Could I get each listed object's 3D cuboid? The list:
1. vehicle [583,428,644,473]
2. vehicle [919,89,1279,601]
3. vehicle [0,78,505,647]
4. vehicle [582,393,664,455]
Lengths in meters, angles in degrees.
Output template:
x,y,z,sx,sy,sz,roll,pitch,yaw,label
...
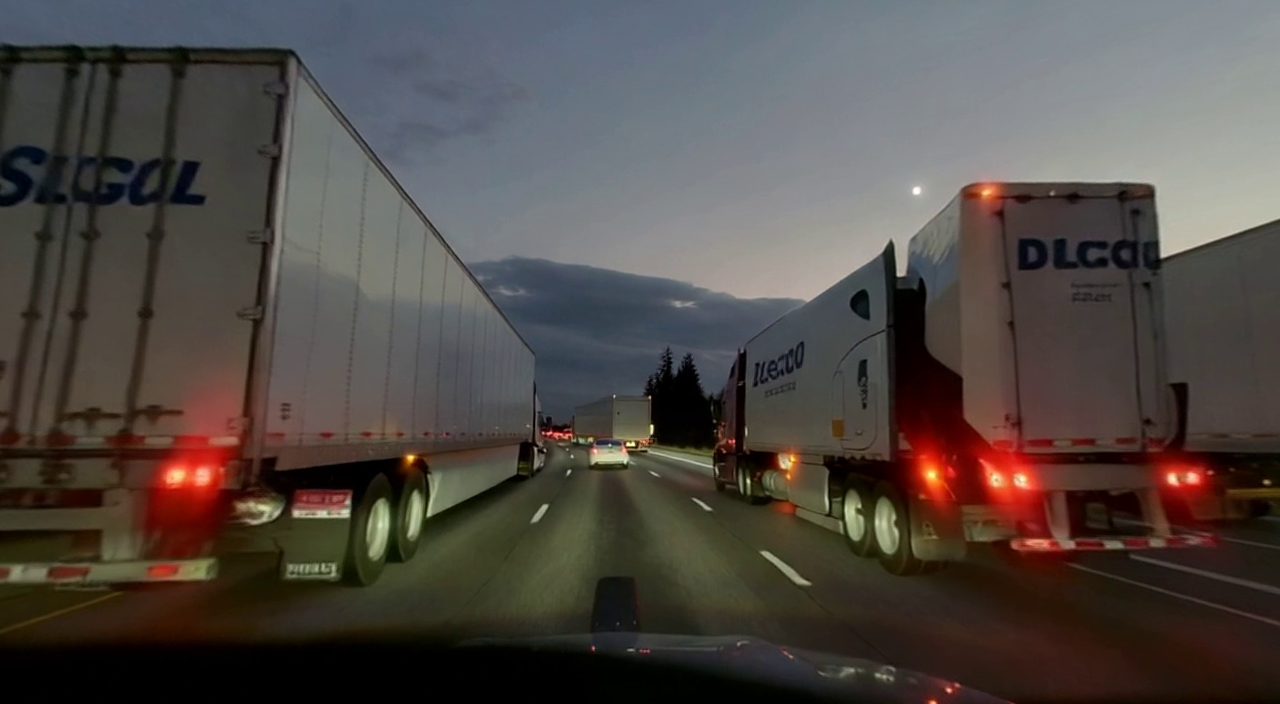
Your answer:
x,y,z,sx,sy,sz,roll,pitch,yaw,label
-1.106,3.736,24.112,2.060,1.540,4.374,1,-8,-6,vehicle
7.807,-0.435,2.448,2.820,4.084,13.786,3,-8,-24,vehicle
-3.965,0.545,8.540,2.822,3.788,8.799,0,-8,-4,vehicle
-1.732,5.707,48.821,2.899,4.112,13.912,2,-8,-16,vehicle
